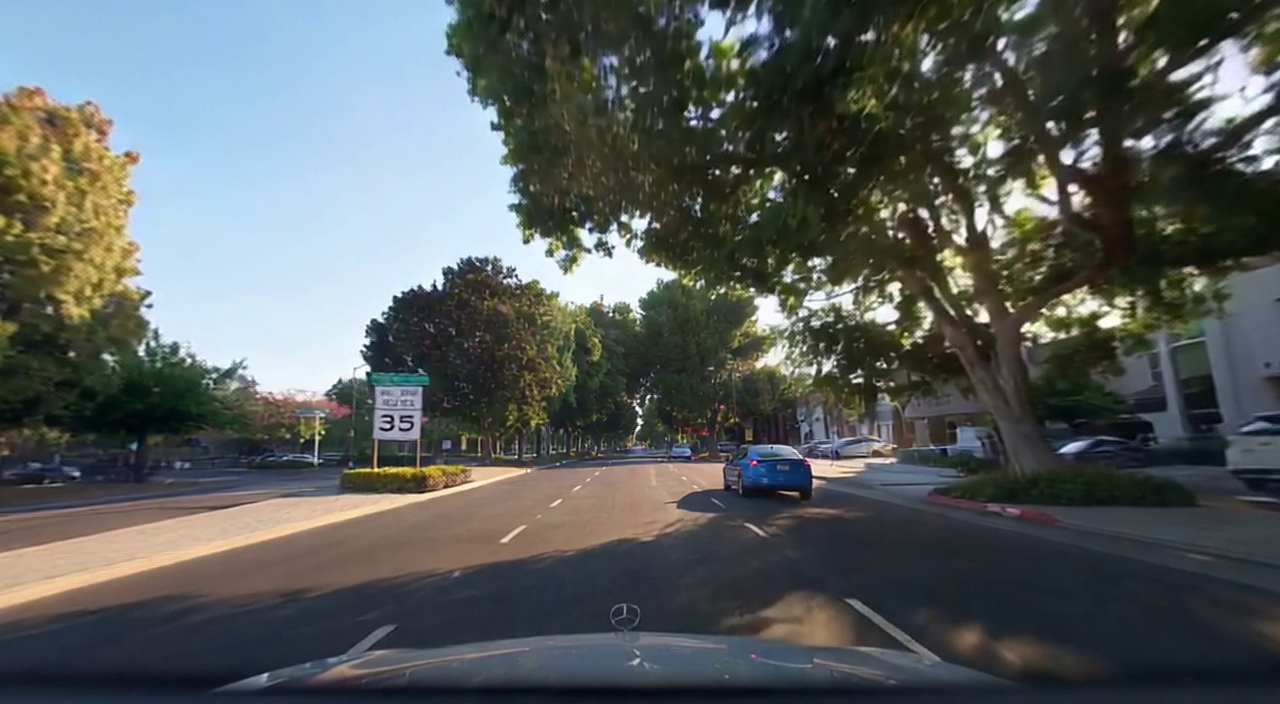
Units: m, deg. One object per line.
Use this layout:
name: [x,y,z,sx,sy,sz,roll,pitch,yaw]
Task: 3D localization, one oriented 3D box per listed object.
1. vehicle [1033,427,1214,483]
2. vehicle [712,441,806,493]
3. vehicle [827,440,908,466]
vehicle: [15.403,3.289,20.328,4.112,1.642,2.055,0,-8,-2]
vehicle: [3.699,3.661,20.611,2.033,1.482,4.571,0,-8,-2]
vehicle: [15.792,7.037,44.016,4.684,1.448,2.090,-4,-8,-2]
